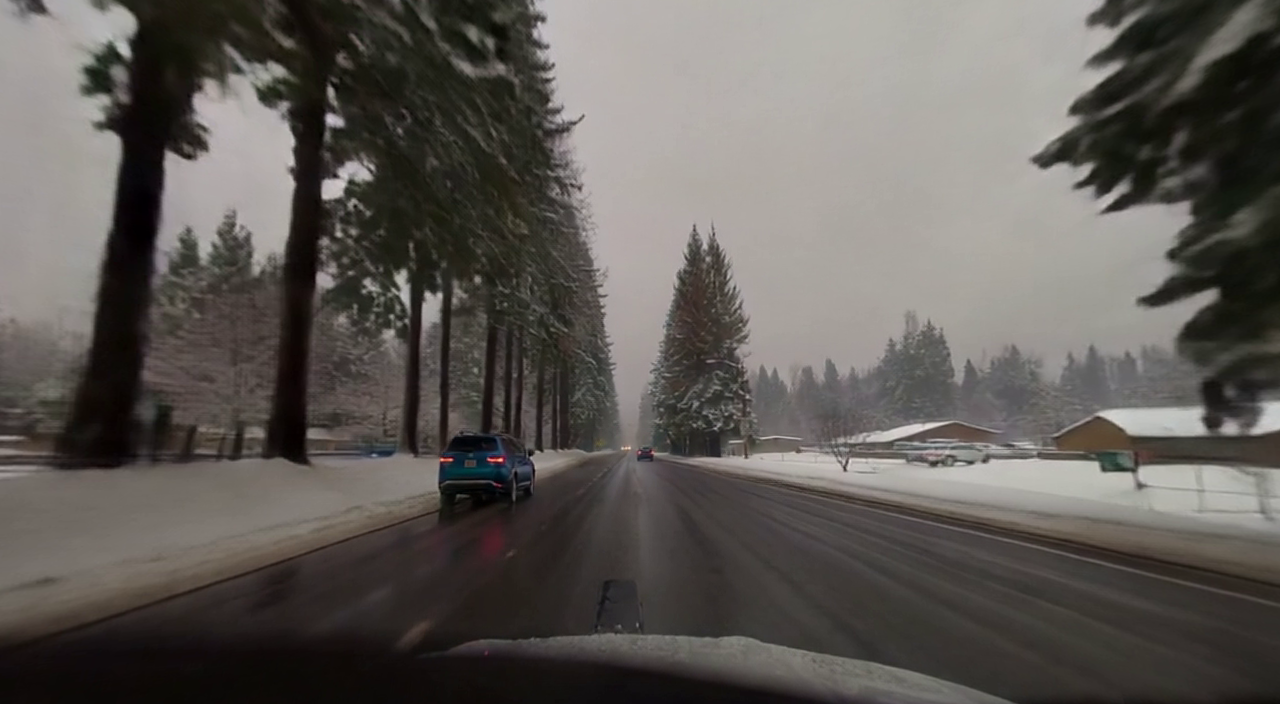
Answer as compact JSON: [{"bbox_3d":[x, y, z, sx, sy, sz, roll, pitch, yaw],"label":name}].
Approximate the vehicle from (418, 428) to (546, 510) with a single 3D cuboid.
[{"bbox_3d":[-3.743,2.845,15.840,2.078,1.748,4.279,0,-8,0],"label":"vehicle"}]
